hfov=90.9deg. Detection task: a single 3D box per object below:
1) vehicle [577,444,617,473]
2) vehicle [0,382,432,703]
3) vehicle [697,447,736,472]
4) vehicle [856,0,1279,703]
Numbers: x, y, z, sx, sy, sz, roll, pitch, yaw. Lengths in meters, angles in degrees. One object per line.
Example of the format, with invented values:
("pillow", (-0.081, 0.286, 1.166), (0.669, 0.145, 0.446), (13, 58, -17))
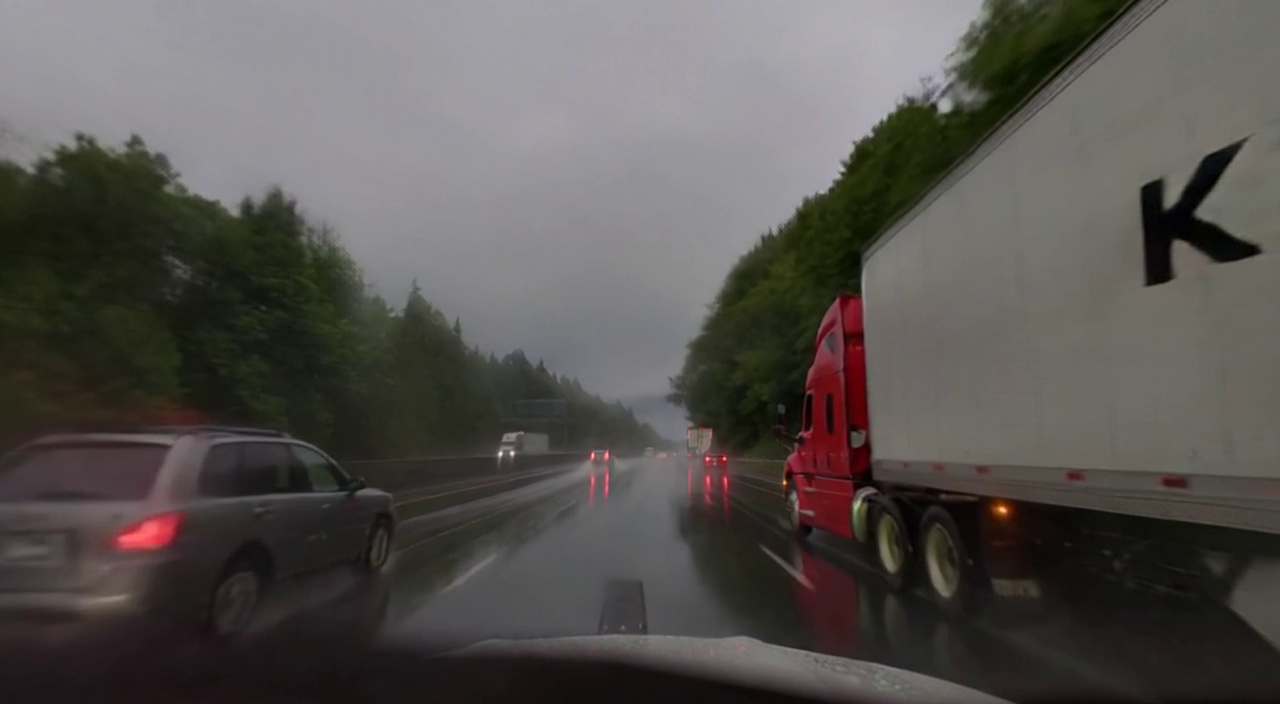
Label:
("vehicle", (-2.624, 6.640, 39.390), (2.017, 1.683, 4.309), (0, -9, 2))
("vehicle", (-3.373, 1.231, 4.492), (2.085, 1.530, 4.809), (0, -9, 1))
("vehicle", (5.035, 7.148, 41.939), (2.176, 1.598, 3.878), (0, -9, 1))
("vehicle", (4.215, -0.346, 2.395), (2.914, 3.998, 11.103), (0, -9, 1))
